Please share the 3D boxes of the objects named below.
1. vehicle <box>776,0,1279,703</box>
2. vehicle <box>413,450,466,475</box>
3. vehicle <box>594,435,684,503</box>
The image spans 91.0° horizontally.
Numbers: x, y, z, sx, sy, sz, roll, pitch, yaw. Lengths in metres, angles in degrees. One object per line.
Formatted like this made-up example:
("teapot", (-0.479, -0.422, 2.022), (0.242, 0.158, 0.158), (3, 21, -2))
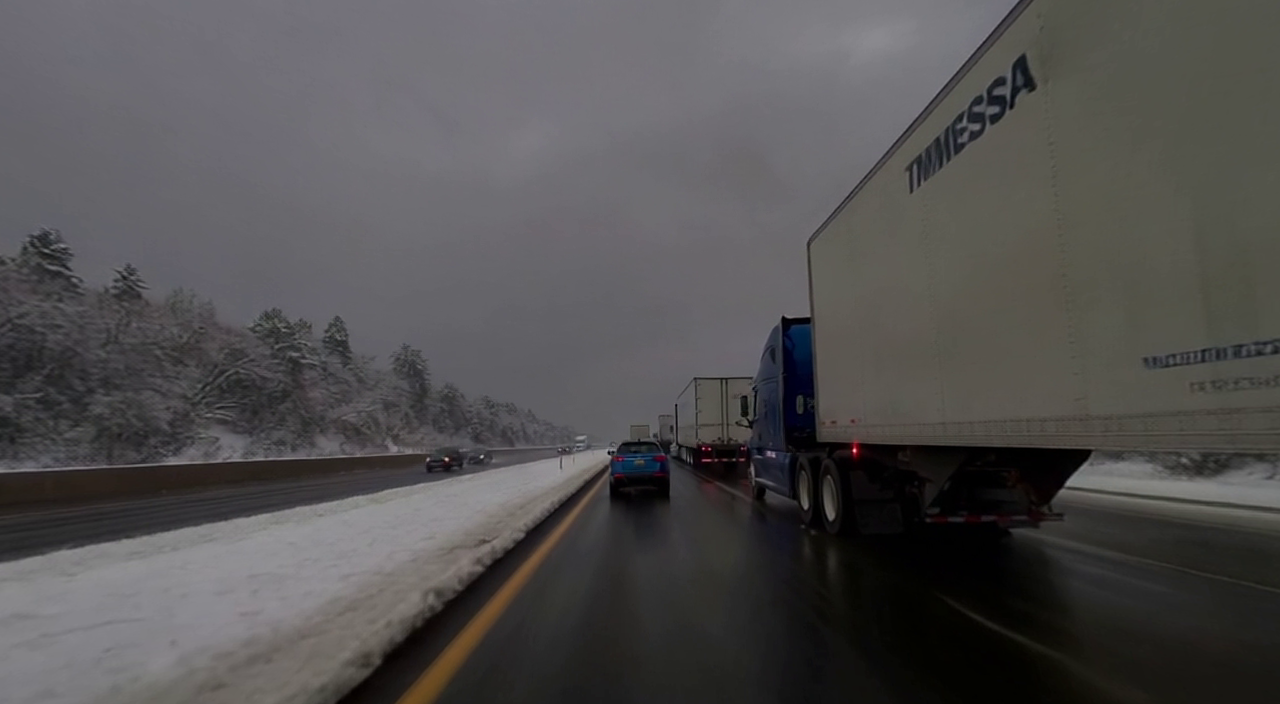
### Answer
("vehicle", (4.339, -0.291, 4.048), (3.410, 4.438, 14.410), (0, -8, -1))
("vehicle", (-13.902, 7.660, 43.886), (2.046, 1.490, 4.634), (-1, -8, 2))
("vehicle", (-0.054, 2.927, 16.203), (2.045, 1.507, 3.763), (-1, -8, -1))
